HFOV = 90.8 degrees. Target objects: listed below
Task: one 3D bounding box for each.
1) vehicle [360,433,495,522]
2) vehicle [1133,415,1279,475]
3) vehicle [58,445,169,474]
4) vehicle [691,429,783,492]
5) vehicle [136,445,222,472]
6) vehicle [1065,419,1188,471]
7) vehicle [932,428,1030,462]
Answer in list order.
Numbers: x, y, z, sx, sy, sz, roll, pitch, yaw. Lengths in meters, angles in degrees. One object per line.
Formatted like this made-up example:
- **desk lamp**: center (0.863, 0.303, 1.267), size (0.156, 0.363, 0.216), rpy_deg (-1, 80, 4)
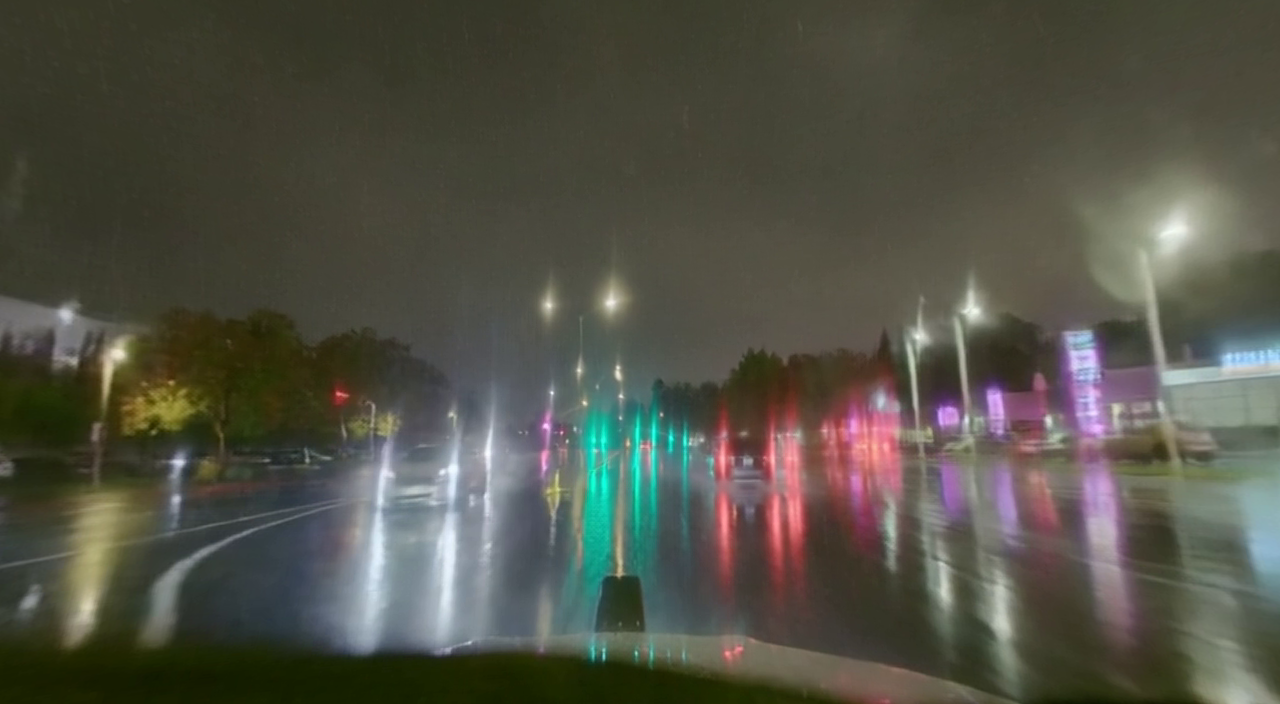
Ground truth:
- **vehicle**: center (-4.214, 2.549, 13.255), size (1.905, 1.471, 4.302), rpy_deg (-1, -9, -8)
- **vehicle**: center (18.190, 2.943, 20.090), size (4.446, 1.692, 2.184), rpy_deg (4, -9, -28)
- **vehicle**: center (-29.733, 6.044, 35.769), size (4.500, 1.559, 2.001), rpy_deg (0, -8, 1)
- **vehicle**: center (2.790, 3.242, 19.188), size (1.963, 1.677, 4.229), rpy_deg (0, -8, -2)
- **vehicle**: center (-30.080, 6.963, 41.341), size (3.990, 1.569, 2.071), rpy_deg (-1, -9, -2)
- **vehicle**: center (17.765, 3.390, 23.070), size (4.074, 1.706, 1.972), rpy_deg (5, -10, -29)
- **vehicle**: center (17.528, 4.768, 32.430), size (4.591, 1.645, 1.914), rpy_deg (4, -9, -24)
